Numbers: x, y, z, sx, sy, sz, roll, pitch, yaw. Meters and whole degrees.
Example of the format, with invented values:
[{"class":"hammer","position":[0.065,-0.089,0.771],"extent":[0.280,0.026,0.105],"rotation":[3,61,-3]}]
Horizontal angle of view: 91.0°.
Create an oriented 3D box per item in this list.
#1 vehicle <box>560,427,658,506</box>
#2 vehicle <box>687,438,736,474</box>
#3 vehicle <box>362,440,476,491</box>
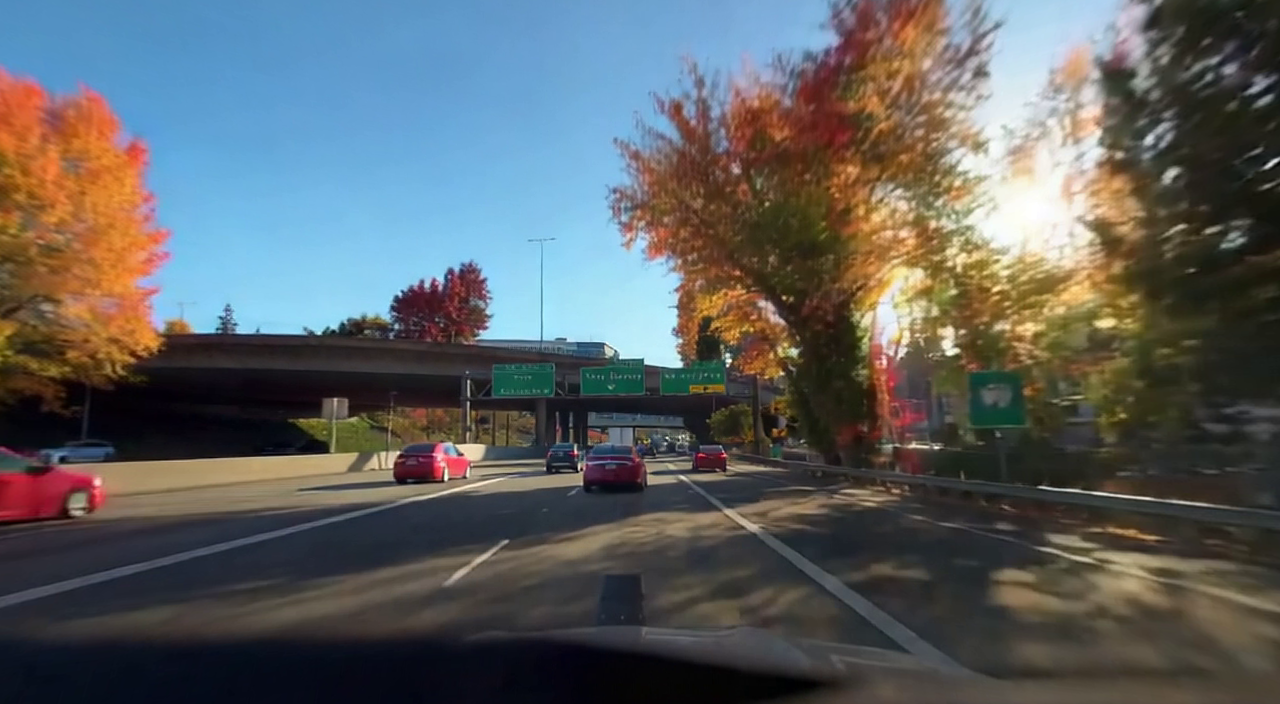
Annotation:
[{"class":"vehicle","position":[-0.625,2.919,16.472],"extent":[2.101,1.742,4.495],"rotation":[0,-9,3]},{"class":"vehicle","position":[3.774,5.586,34.016],"extent":[2.193,1.778,4.488],"rotation":[0,-9,1]},{"class":"vehicle","position":[-7.238,3.773,21.259],"extent":[2.057,1.496,4.661],"rotation":[0,-9,1]}]
